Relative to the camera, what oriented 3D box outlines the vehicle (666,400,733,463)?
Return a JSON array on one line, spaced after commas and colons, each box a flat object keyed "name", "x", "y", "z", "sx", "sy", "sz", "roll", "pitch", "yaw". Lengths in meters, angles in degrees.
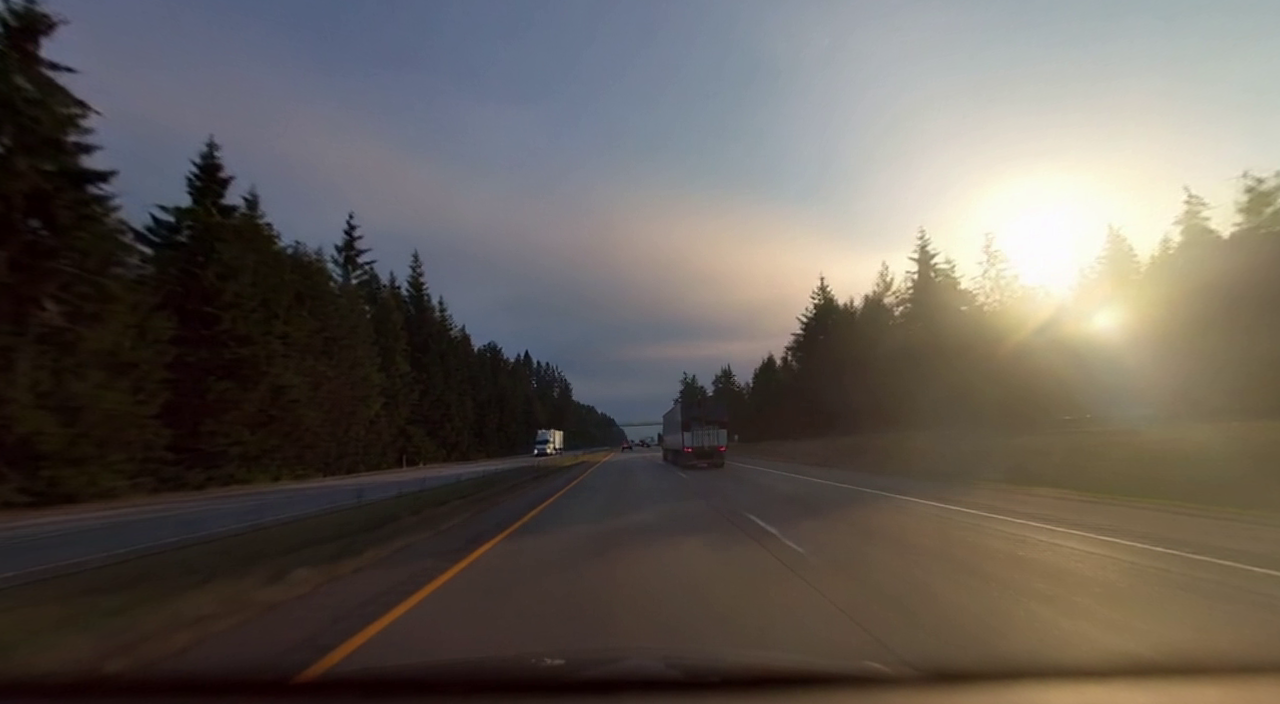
[{"name": "vehicle", "x": 4.158, "y": 6.156, "z": 48.191, "sx": 3.223, "sy": 4.082, "sz": 14.353, "roll": 0, "pitch": -8, "yaw": -2}]
